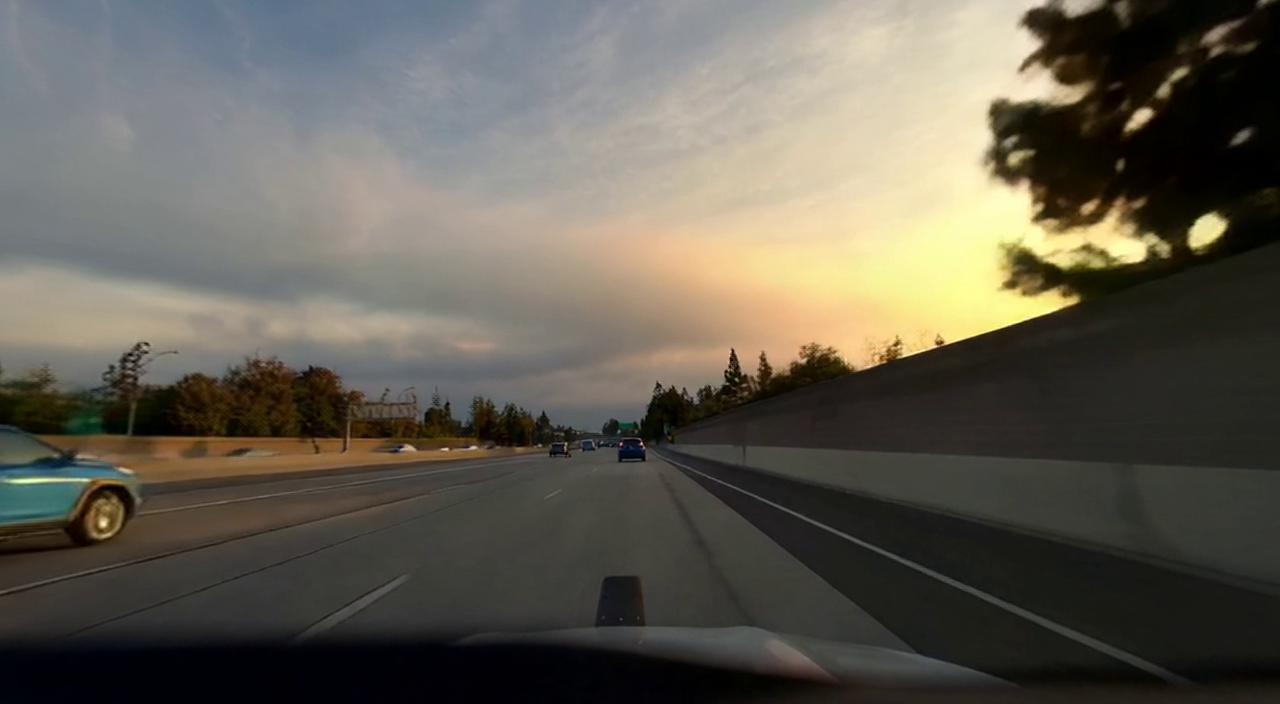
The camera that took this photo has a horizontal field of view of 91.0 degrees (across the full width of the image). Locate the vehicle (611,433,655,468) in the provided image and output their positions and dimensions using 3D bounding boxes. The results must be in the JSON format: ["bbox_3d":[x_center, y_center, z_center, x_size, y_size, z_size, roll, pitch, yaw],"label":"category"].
[{"bbox_3d":[-0.325,5.182,33.087,2.141,1.706,4.065,0,-9,1],"label":"vehicle"}]

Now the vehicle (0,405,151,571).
[{"bbox_3d":[-7.741,1.373,6.248,2.166,1.705,4.433,0,-9,0],"label":"vehicle"}]
